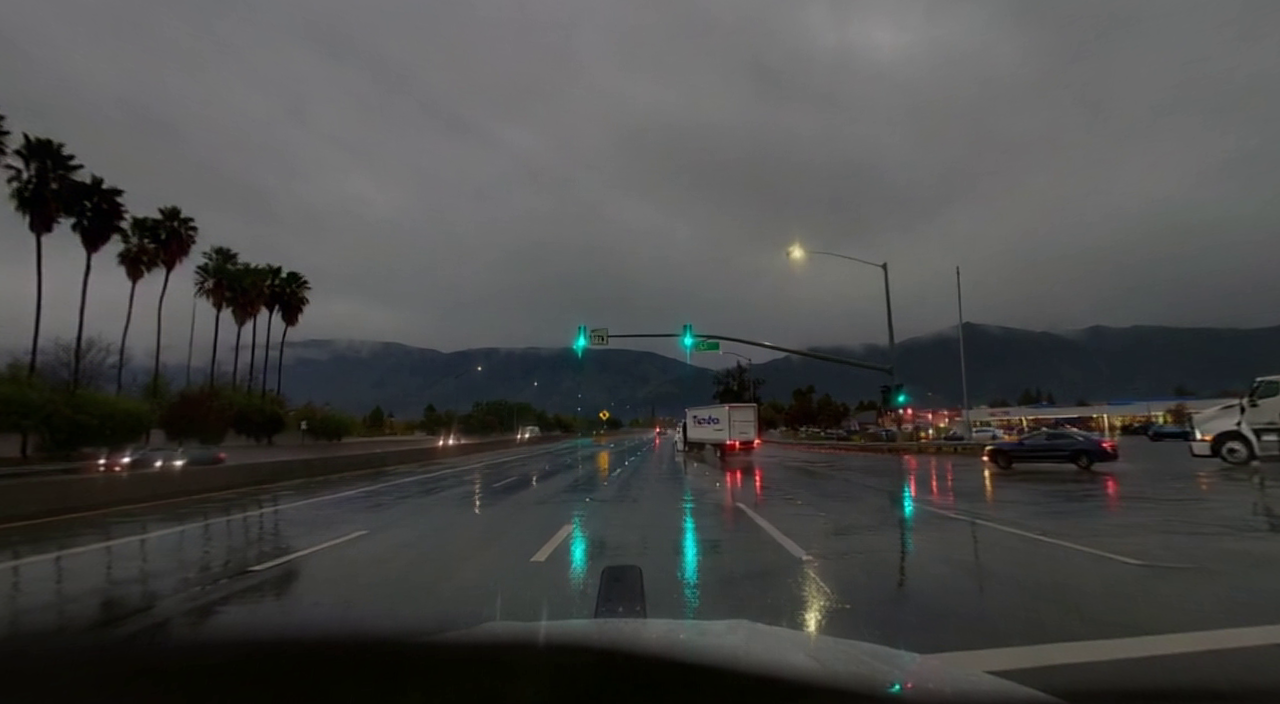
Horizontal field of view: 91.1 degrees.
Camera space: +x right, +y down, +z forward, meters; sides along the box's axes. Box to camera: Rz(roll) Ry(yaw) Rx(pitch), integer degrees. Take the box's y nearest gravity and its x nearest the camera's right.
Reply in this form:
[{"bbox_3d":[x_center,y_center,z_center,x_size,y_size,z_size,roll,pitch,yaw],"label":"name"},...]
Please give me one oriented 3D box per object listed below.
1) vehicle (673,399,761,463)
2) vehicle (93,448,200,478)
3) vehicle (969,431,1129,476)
[{"bbox_3d":[4.383,4.813,37.700,3.237,3.414,7.088,2,-9,-10],"label":"vehicle"},{"bbox_3d":[-26.230,5.901,33.607,1.868,1.469,4.746,0,-9,1],"label":"vehicle"},{"bbox_3d":[14.471,3.622,22.591,4.508,1.493,1.907,-4,-9,25],"label":"vehicle"}]
